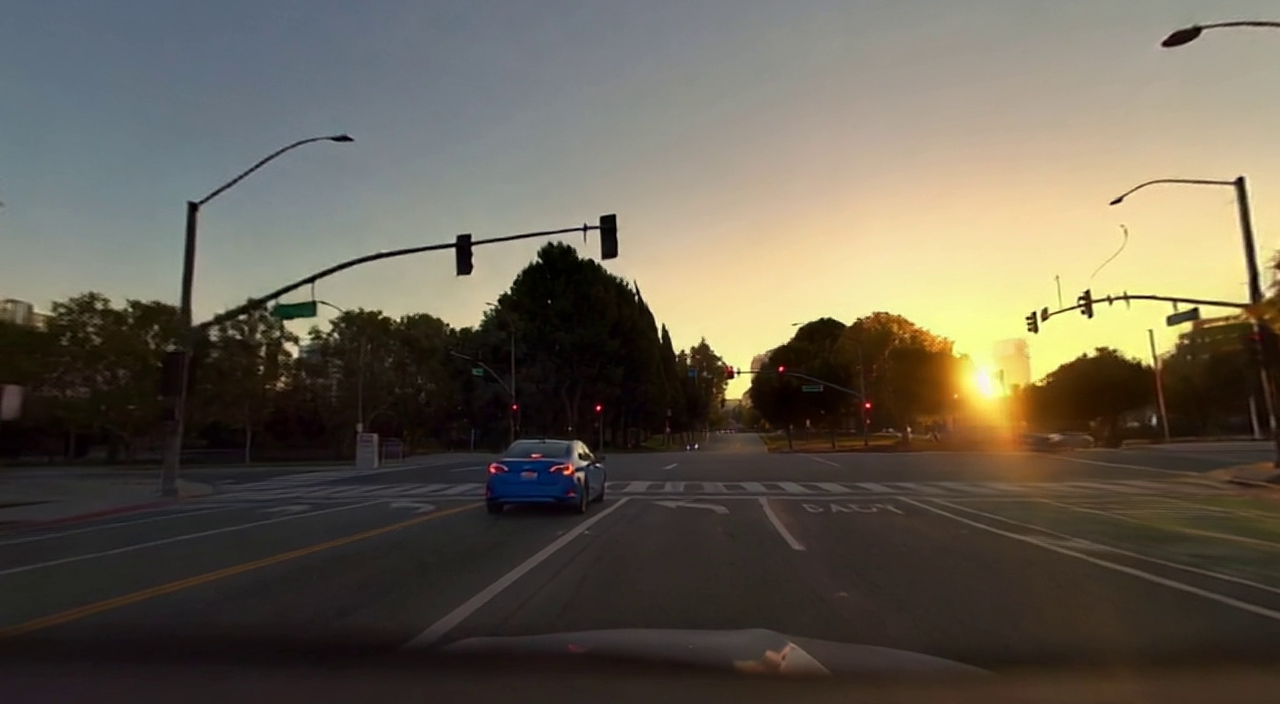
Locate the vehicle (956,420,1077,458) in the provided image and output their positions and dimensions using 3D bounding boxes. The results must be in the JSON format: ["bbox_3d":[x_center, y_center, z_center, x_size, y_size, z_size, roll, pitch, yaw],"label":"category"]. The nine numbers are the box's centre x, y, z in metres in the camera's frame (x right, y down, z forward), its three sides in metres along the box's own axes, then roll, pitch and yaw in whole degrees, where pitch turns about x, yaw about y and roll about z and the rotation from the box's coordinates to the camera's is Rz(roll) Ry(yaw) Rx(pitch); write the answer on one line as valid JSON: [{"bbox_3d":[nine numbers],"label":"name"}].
[{"bbox_3d":[17.587,4.116,29.658,4.406,1.661,1.857,-2,-9,11],"label":"vehicle"}]

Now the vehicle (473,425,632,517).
[{"bbox_3d":[-1.580,2.376,13.089,2.055,1.573,4.065,-2,-9,10],"label":"vehicle"}]

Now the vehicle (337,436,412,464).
[{"bbox_3d":[-16.608,6.144,39.485,3.952,1.568,1.788,-3,-7,10],"label":"vehicle"}]
